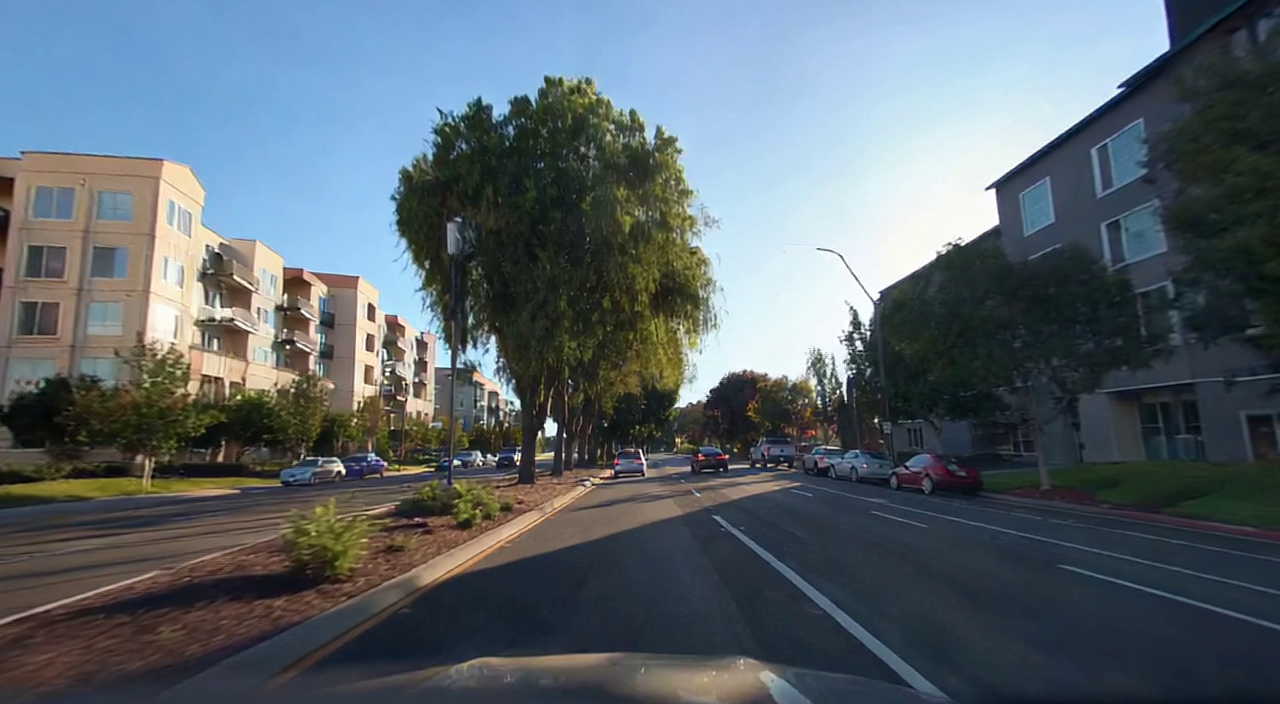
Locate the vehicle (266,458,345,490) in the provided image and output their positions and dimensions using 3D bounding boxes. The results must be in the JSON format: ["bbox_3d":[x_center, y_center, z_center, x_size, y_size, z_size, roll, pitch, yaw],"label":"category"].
[{"bbox_3d":[-19.156,6.965,36.449,2.180,1.608,4.443,0,-9,-1],"label":"vehicle"}]

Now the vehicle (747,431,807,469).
[{"bbox_3d":[10.409,7.569,48.831,3.082,2.655,7.381,0,-9,0],"label":"vehicle"}]

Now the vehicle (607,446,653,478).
[{"bbox_3d":[-0.466,5.365,31.114,2.101,1.444,4.248,0,-9,0],"label":"vehicle"}]

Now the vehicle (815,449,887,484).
[{"bbox_3d":[10.132,5.524,30.801,1.898,1.502,4.788,0,-9,0],"label":"vehicle"}]

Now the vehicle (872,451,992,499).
[{"bbox_3d":[10.071,4.248,22.251,1.944,1.454,4.647,0,-9,-1],"label":"vehicle"}]

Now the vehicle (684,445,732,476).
[{"bbox_3d":[3.493,5.674,33.286,1.993,1.477,4.240,0,-9,-1],"label":"vehicle"}]

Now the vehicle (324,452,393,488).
[{"bbox_3d":[-19.289,8.073,43.614,2.240,2.112,5.268,1,-8,0],"label":"vehicle"}]
